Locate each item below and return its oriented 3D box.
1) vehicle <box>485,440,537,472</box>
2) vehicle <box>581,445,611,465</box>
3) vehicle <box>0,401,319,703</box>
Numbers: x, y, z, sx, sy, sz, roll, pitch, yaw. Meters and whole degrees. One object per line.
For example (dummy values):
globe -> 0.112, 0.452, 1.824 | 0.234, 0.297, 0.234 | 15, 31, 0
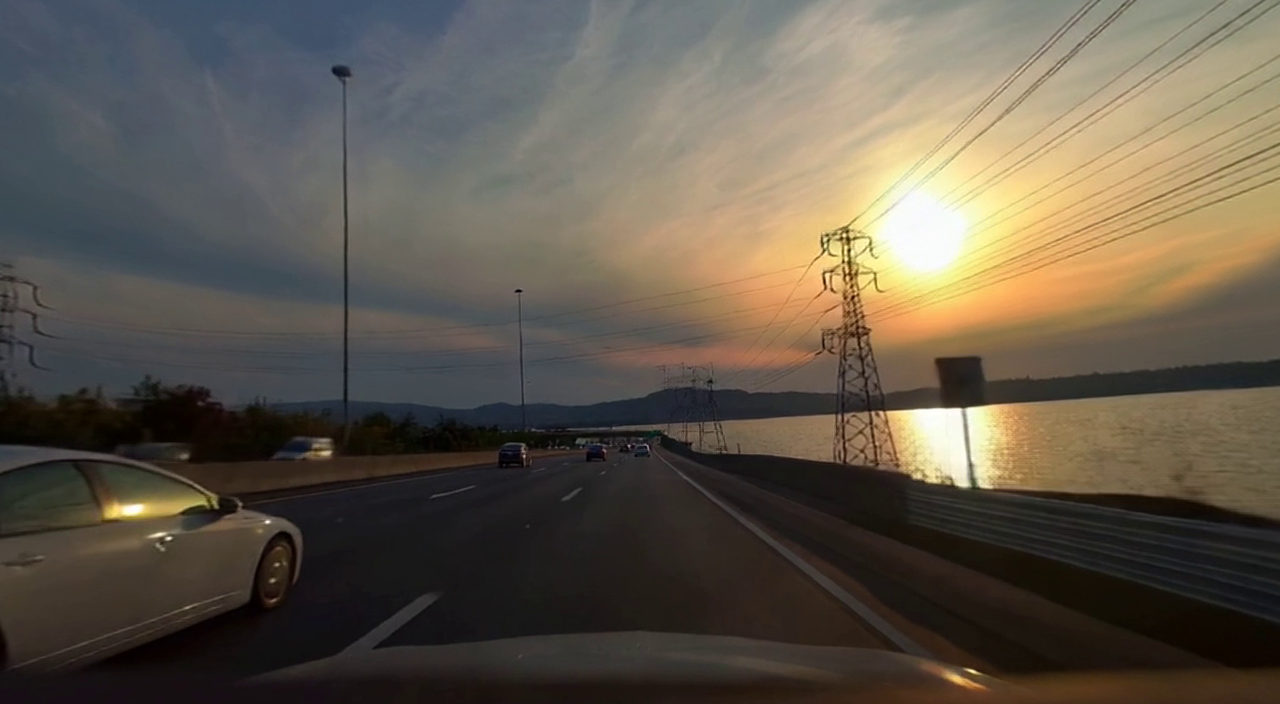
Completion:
vehicle -> -7.414, 6.036, 36.816 | 2.050, 1.717, 4.418 | 0, -8, 1
vehicle -> -3.417, 8.082, 49.659 | 1.957, 1.494, 4.207 | 0, -8, 1
vehicle -> -3.630, 0.995, 2.812 | 2.015, 1.501, 4.454 | 0, -8, 1
